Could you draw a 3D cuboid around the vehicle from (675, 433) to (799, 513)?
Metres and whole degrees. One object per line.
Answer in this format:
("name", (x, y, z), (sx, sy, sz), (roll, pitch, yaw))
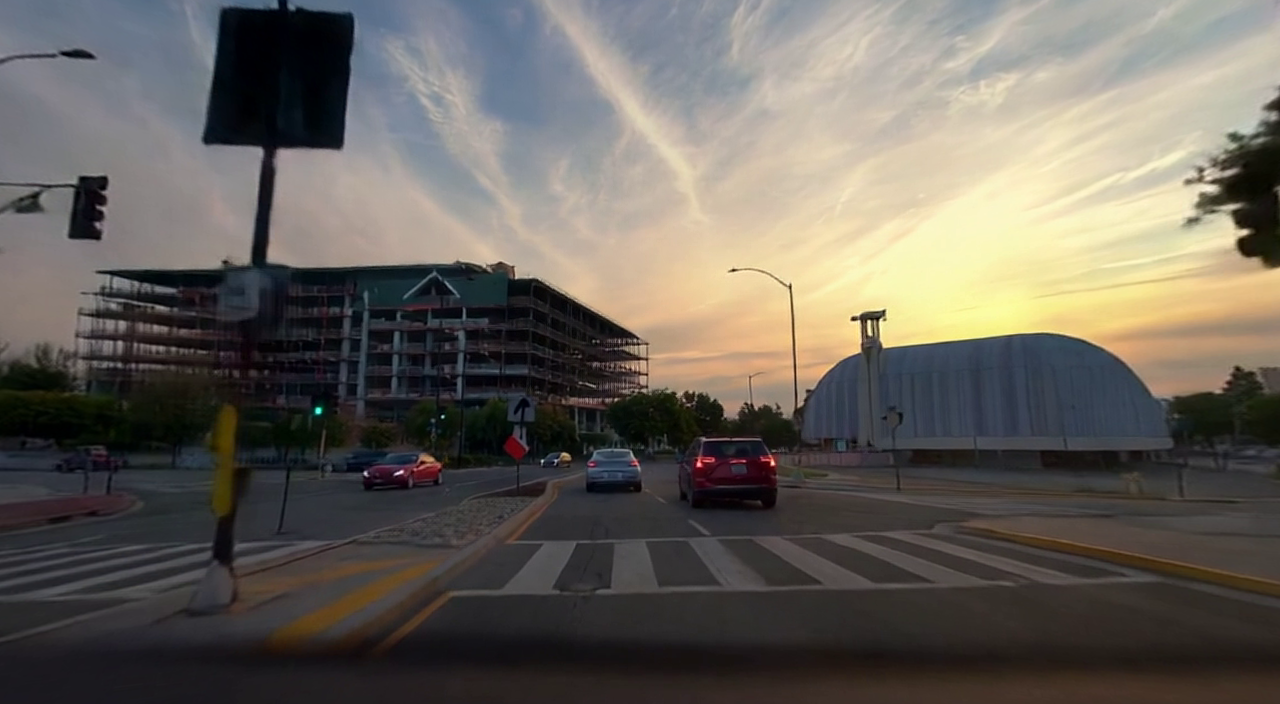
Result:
("vehicle", (2.313, 3.113, 16.643), (2.320, 1.772, 4.872), (0, -9, -2))

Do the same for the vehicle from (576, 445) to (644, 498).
("vehicle", (-1.001, 4.071, 21.805), (2.132, 1.632, 3.889), (0, -9, -2))

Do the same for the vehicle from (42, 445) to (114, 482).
("vehicle", (-30.346, 5.997, 33.979), (4.523, 1.855, 2.317), (-9, -13, 42))

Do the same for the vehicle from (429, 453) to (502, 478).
("vehicle", (-11.262, 7.341, 41.020), (2.012, 1.490, 4.351), (-6, -11, 29))

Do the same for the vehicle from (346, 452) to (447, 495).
("vehicle", (-9.490, 4.747, 25.096), (2.121, 1.513, 4.827), (0, -9, 0))

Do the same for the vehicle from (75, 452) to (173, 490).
("vehicle", (-23.047, 5.228, 28.090), (4.653, 1.459, 2.228), (-6, -11, 37))
